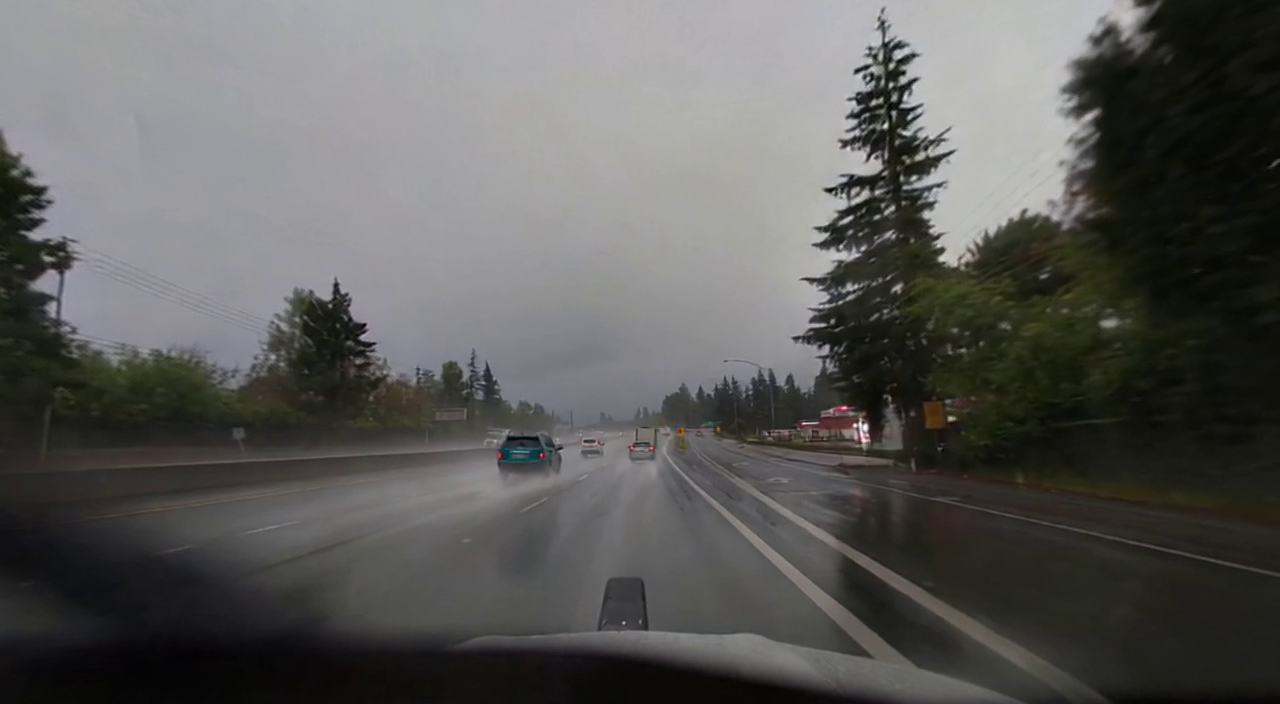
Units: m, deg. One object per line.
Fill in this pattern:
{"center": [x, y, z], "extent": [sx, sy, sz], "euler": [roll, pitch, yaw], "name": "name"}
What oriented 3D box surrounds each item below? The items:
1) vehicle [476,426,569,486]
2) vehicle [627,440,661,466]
{"center": [-3.993, 3.647, 22.358], "extent": [2.273, 1.884, 4.515], "euler": [0, -8, 2], "name": "vehicle"}
{"center": [0.208, 6.155, 38.642], "extent": [1.982, 1.524, 3.800], "euler": [0, -8, -1], "name": "vehicle"}
